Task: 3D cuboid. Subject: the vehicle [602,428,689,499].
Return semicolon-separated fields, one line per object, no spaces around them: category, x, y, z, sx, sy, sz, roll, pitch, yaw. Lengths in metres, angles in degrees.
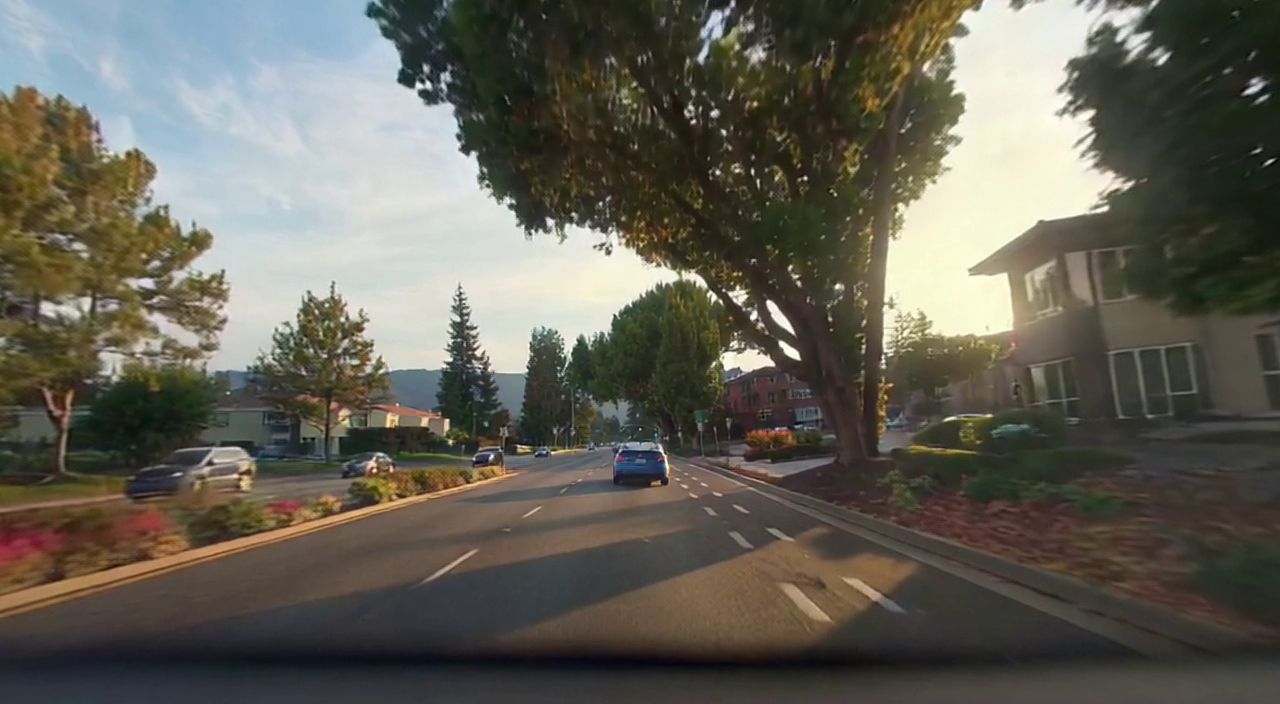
vehicle;0.127;2.965;17.134;2.094;1.682;3.866;0;-9;0

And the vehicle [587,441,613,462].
vehicle;-3.052;7.668;48.760;1.879;1.494;3.626;0;-9;-2

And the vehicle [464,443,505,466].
vehicle;-12.210;8.027;49.824;2.143;1.711;4.477;0;-9;0

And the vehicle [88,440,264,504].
vehicle;-15.546;4.010;21.657;2.283;1.880;4.960;0;-9;0

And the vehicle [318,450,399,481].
vehicle;-15.207;6.117;34.442;2.124;1.542;4.702;0;-9;2
